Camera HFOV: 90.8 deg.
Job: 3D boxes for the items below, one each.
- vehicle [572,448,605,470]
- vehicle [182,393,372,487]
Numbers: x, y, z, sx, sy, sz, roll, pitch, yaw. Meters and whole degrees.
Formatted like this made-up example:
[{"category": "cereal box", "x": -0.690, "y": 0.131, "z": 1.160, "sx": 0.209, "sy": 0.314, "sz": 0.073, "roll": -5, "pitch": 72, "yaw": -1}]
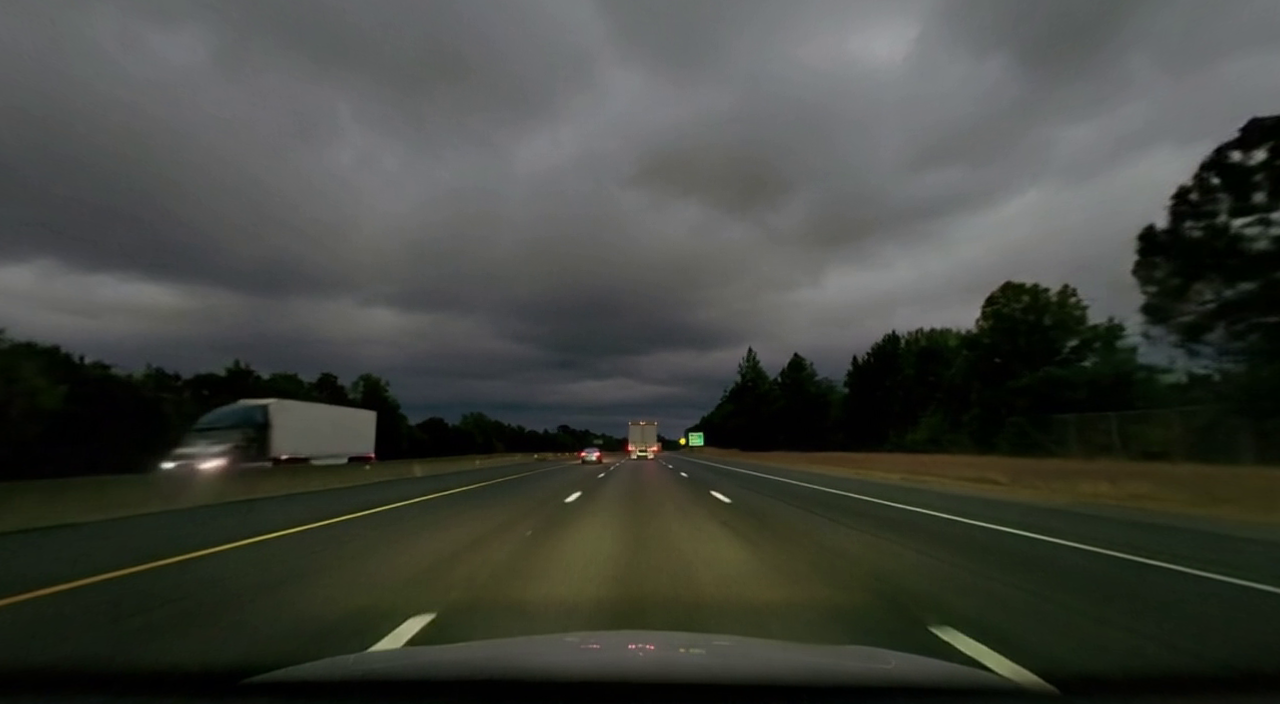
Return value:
[{"category": "vehicle", "x": -3.473, "y": 7.295, "z": 43.202, "sx": 1.955, "sy": 1.438, "sz": 4.100, "roll": 0, "pitch": -9, "yaw": 0}, {"category": "vehicle", "x": -16.706, "y": 4.338, "z": 30.510, "sx": 2.811, "sy": 3.701, "sz": 10.775, "roll": 0, "pitch": -9, "yaw": 0}]
